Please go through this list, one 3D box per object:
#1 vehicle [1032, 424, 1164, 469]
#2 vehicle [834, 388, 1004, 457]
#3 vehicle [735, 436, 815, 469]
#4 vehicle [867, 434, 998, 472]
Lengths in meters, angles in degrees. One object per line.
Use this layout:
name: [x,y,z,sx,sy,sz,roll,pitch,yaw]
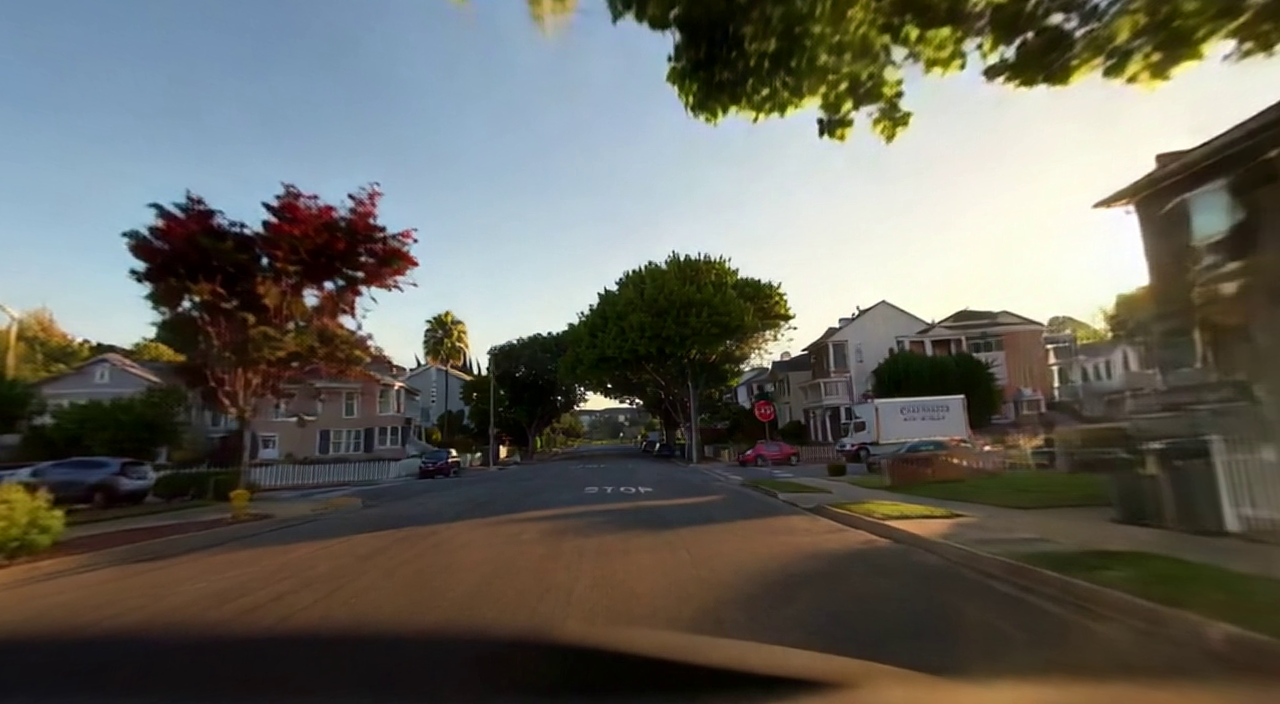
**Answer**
vehicle: [19.231,3.981,26.668,3.982,1.661,2.106,2,-8,-4]
vehicle: [15.012,3.885,34.495,7.759,3.523,2.930,-1,-9,0]
vehicle: [7.320,5.491,34.621,3.867,1.710,2.107,0,-8,-1]
vehicle: [12.179,4.233,26.503,4.488,1.507,1.954,0,-8,-4]
